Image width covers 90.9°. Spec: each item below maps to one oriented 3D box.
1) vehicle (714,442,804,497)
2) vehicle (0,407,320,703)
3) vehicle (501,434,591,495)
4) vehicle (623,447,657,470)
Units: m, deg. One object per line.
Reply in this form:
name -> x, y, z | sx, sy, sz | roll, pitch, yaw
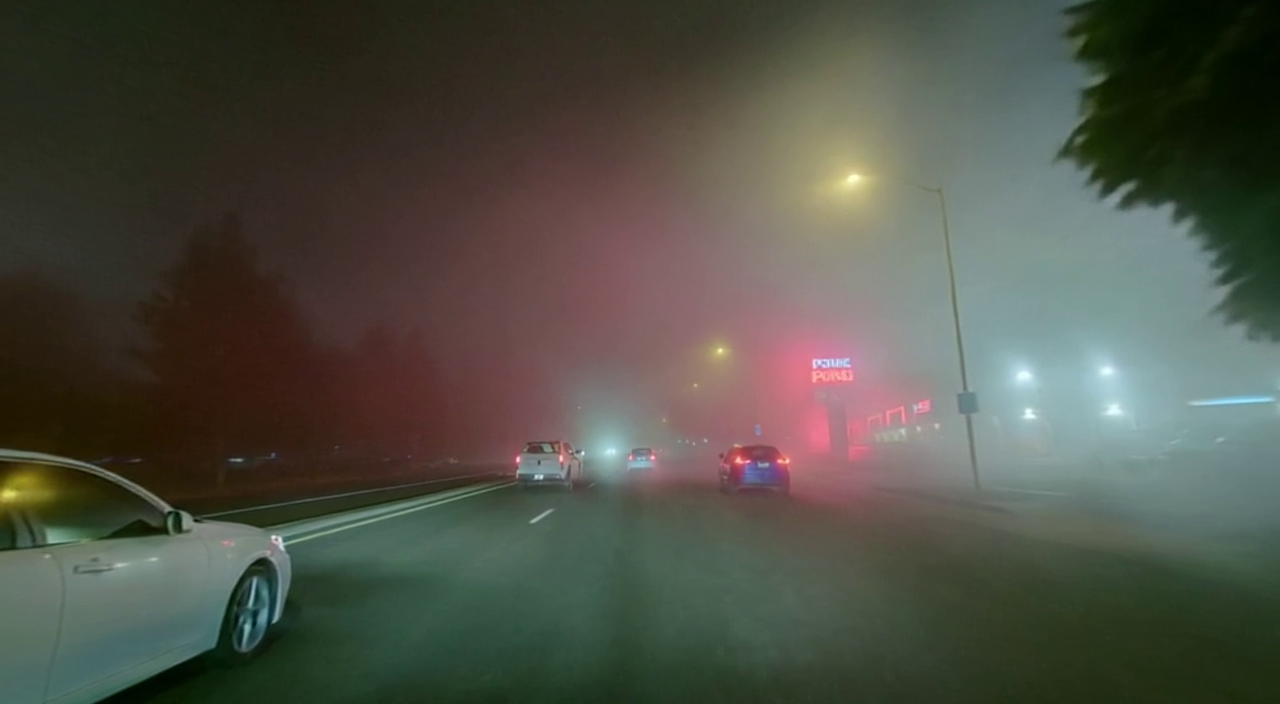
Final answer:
vehicle -> 3.531, 3.582, 19.591 | 1.904, 1.490, 4.299 | 0, -9, -1
vehicle -> -3.149, 0.876, 1.804 | 1.956, 1.460, 4.802 | 0, -9, 0
vehicle -> -2.959, 3.660, 20.898 | 2.193, 1.788, 4.603 | 0, -9, 1
vehicle -> 0.001, 6.923, 41.172 | 2.069, 1.445, 3.965 | 0, -9, 0
